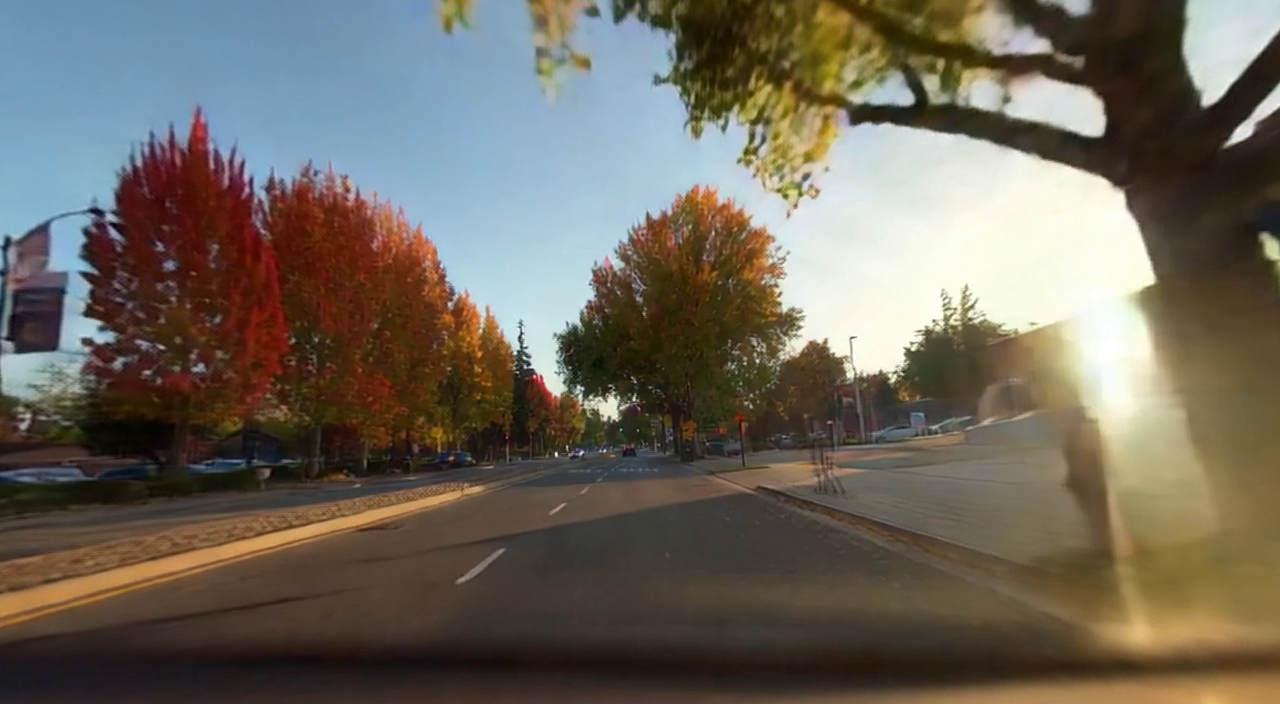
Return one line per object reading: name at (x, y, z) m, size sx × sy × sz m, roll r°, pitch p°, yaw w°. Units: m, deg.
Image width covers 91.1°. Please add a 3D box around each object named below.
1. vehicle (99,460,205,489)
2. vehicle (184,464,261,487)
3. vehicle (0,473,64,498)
vehicle at (-28.386, 7.132, 36.612) m, size 4.552 × 1.576 × 2.005 m, roll 0°, pitch -9°, yaw 2°
vehicle at (-27.950, 8.274, 42.070) m, size 3.844 × 1.448 × 1.746 m, roll 0°, pitch -9°, yaw 1°
vehicle at (-40.781, 8.725, 41.110) m, size 4.138 × 1.508 × 1.822 m, roll 0°, pitch -9°, yaw -2°
